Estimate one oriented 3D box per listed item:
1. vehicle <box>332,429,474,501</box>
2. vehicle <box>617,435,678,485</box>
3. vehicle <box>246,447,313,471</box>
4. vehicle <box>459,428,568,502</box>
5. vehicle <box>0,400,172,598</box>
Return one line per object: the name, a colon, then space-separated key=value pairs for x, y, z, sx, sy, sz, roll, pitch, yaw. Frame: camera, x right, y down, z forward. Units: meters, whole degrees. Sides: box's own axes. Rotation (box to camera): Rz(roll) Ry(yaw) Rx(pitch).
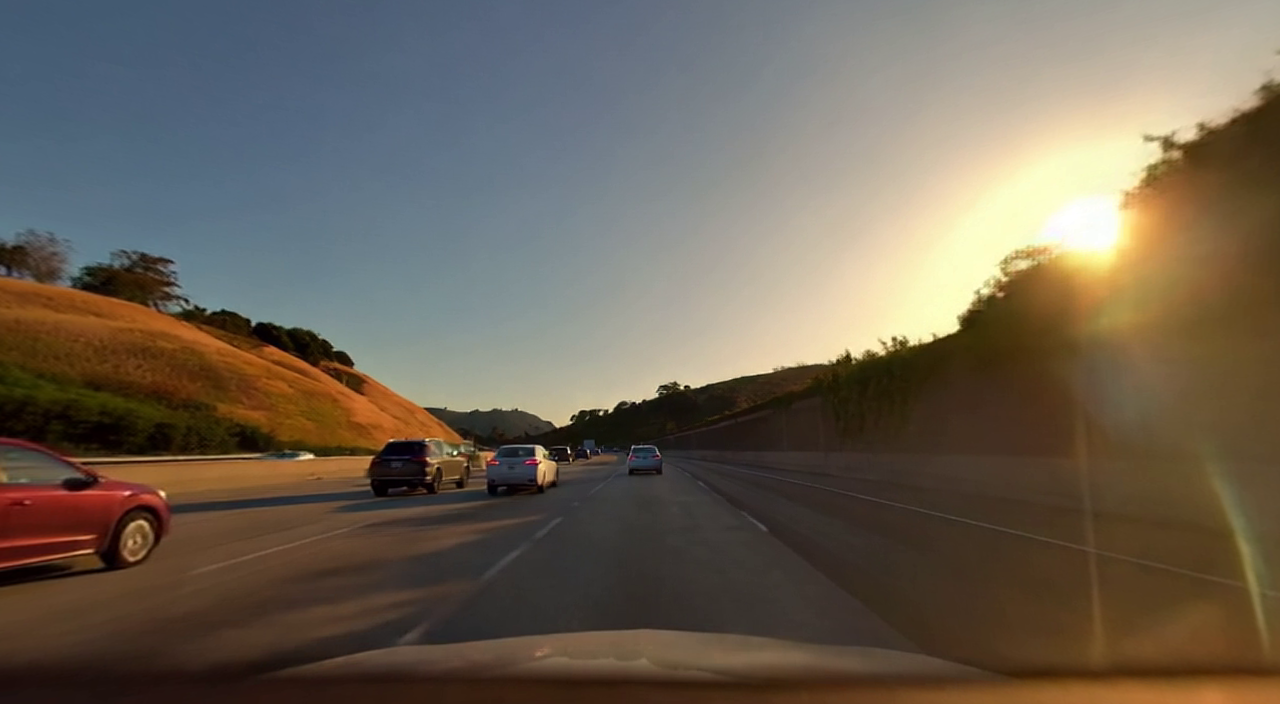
vehicle: x=-6.860 y=3.343 z=19.082 sx=2.108 sy=1.856 sz=5.214 roll=0 pitch=-9 yaw=2
vehicle: x=0.276 y=4.327 z=25.515 sx=2.233 sy=1.804 sz=4.273 roll=0 pitch=-9 yaw=0
vehicle: x=-27.776 y=8.220 z=48.805 sx=2.131 sy=1.696 sz=5.013 roll=0 pitch=-9 yaw=0
vehicle: x=-3.422 y=3.177 z=18.104 sx=2.093 sy=1.820 sz=4.506 roll=0 pitch=-9 yaw=1
vehicle: x=-6.989 y=1.296 z=5.443 sx=2.215 sy=1.797 sz=4.666 roll=0 pitch=-9 yaw=1
